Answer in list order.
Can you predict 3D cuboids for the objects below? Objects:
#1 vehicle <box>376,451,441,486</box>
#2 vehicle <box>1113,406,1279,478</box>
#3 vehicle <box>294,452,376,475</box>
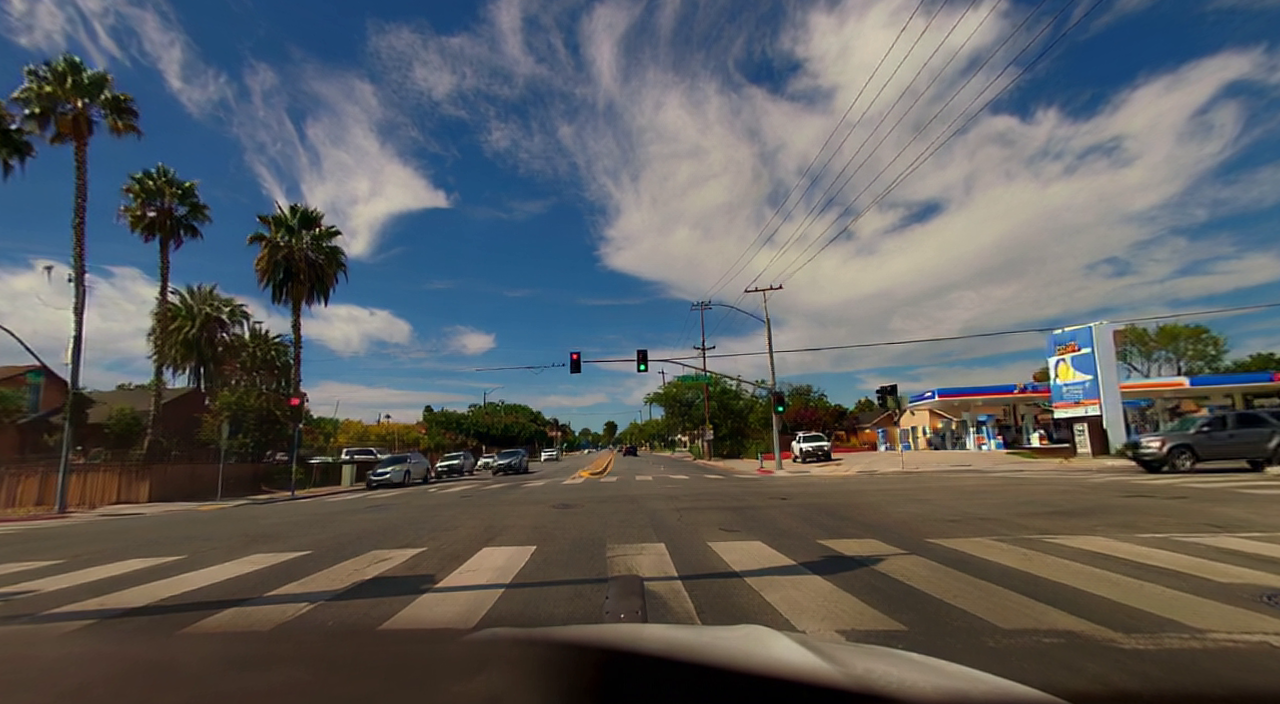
[{"bbox_3d":[-13.040,6.554,35.944,2.009,1.777,4.559,0,-9,-1],"label":"vehicle"},{"bbox_3d":[16.274,2.460,17.280,5.086,1.817,1.952,0,-9,-3],"label":"vehicle"},{"bbox_3d":[-20.948,7.685,43.509,4.672,1.469,1.816,-1,-9,-2],"label":"vehicle"}]
